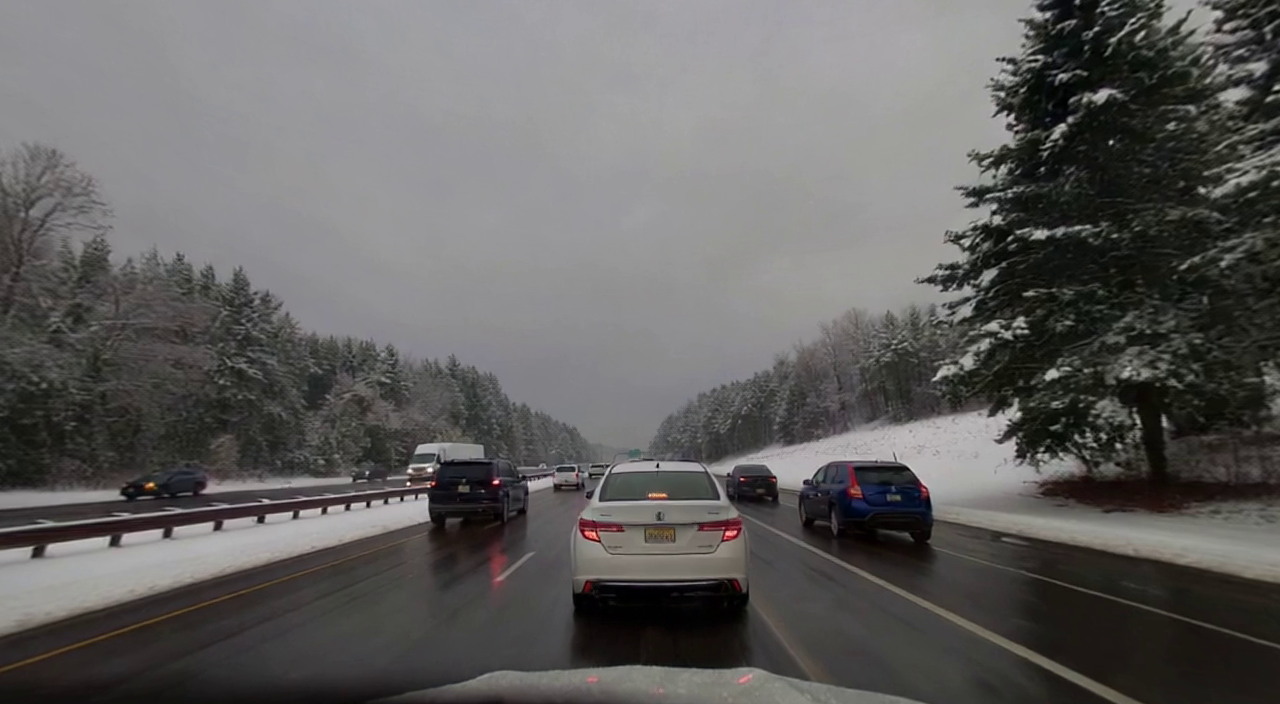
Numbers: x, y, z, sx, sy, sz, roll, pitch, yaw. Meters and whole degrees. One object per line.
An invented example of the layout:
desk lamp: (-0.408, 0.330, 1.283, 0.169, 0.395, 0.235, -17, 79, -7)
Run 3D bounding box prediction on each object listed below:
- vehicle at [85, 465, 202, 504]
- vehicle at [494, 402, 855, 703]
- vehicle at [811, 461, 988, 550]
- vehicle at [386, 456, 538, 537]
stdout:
vehicle: (-24.095, 6.416, 30.826, 1.999, 1.733, 4.392, 0, -11, 1)
vehicle: (0.177, 1.550, 5.768, 2.057, 1.725, 4.126, 1, -11, -1)
vehicle: (4.997, 3.015, 12.871, 1.978, 1.472, 4.022, 0, -11, 1)
vehicle: (-3.778, 3.206, 14.409, 1.960, 1.502, 4.593, 0, -11, 2)
